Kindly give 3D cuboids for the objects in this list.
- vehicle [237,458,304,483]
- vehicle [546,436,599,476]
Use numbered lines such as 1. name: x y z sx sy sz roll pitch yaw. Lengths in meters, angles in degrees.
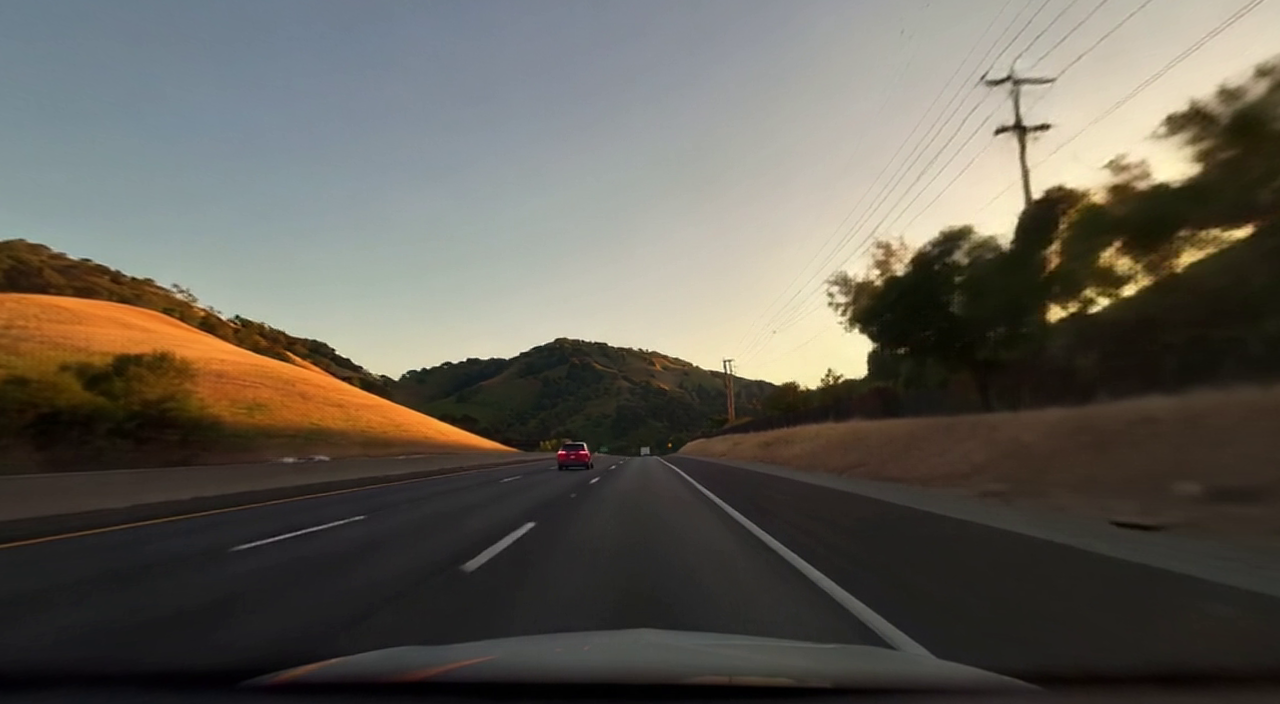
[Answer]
1. vehicle: -25.403 8.115 43.527 1.980 1.497 4.330 0 -8 0
2. vehicle: -3.371 5.287 32.307 2.136 1.845 4.515 0 -8 1
